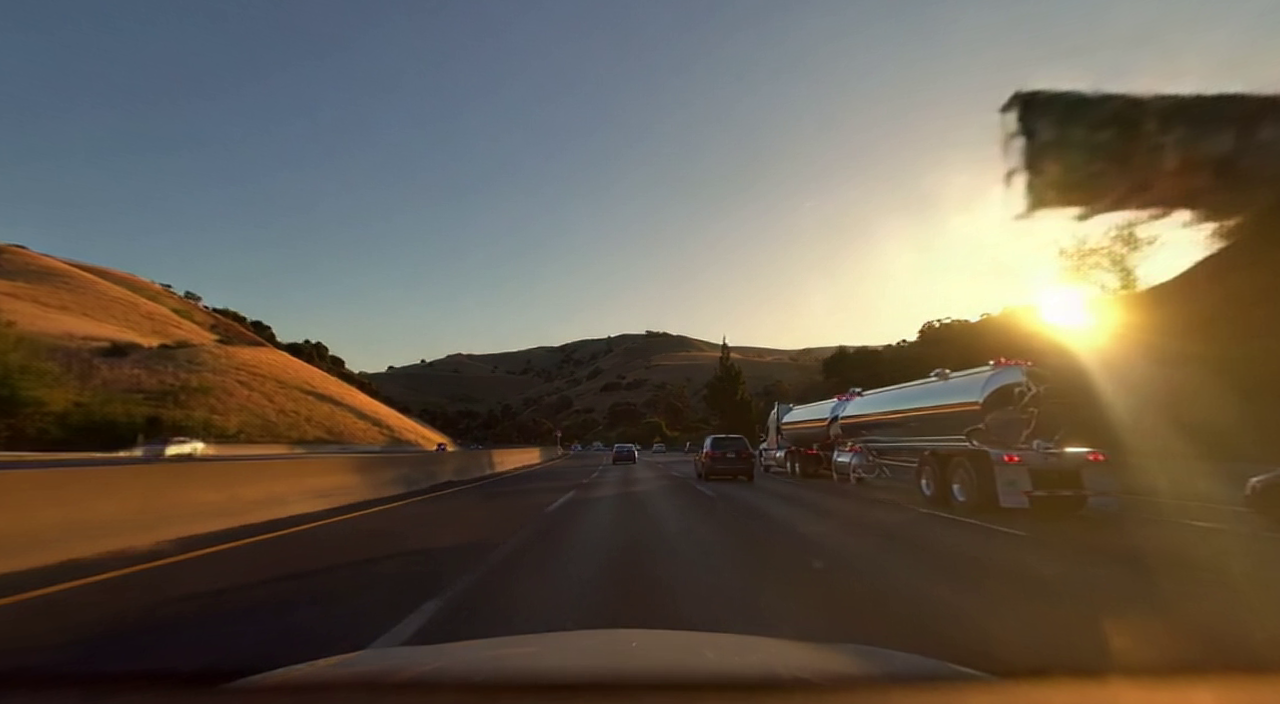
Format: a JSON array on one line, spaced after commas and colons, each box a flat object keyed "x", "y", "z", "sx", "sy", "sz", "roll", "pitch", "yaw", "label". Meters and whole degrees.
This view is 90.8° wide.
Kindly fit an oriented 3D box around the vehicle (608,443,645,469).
[{"x": -0.861, "y": 6.157, "z": 37.580, "sx": 2.083, "sy": 1.477, "sz": 3.965, "roll": 0, "pitch": -9, "yaw": -2, "label": "vehicle"}]

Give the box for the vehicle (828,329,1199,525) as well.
[{"x": 7.552, "y": 1.933, "z": 15.341, "sx": 2.805, "sy": 3.212, "sz": 9.978, "roll": 0, "pitch": -9, "yaw": -1, "label": "vehicle"}]

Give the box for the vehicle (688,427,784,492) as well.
[{"x": 2.862, "y": 3.350, "z": 19.989, "sx": 2.098, "sy": 1.794, "sz": 4.561, "roll": 0, "pitch": -9, "yaw": -3, "label": "vehicle"}]

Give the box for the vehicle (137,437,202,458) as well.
[{"x": -36.271, "y": 7.389, "z": 48.842, "sx": 1.733, "sy": 1.482, "sz": 4.491, "roll": 1, "pitch": -9, "yaw": -3, "label": "vehicle"}]
